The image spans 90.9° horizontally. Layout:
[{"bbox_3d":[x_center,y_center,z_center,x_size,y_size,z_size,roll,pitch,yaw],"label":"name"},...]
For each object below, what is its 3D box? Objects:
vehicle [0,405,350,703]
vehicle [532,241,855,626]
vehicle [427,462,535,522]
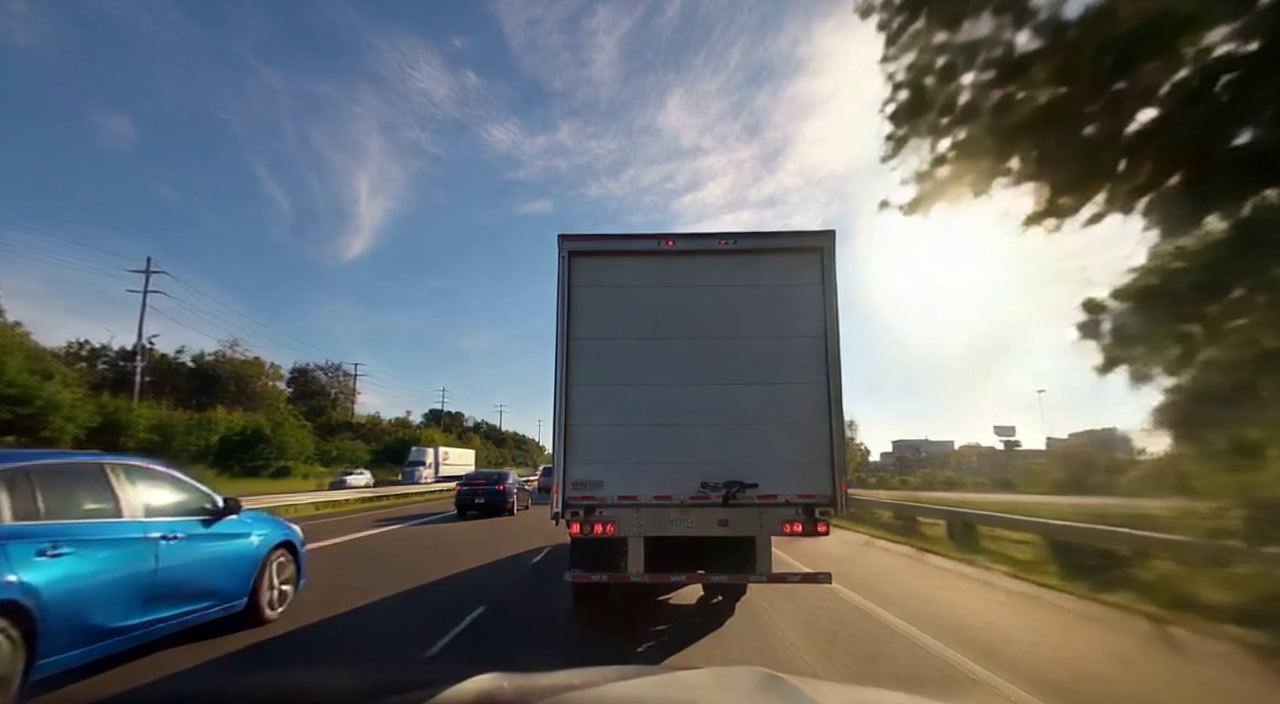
[{"bbox_3d":[-3.923,1.185,3.702,1.983,1.575,4.973,0,-11,1],"label":"vehicle"},{"bbox_3d":[0.629,1.443,10.138,2.831,3.529,8.689,0,-11,2],"label":"vehicle"},{"bbox_3d":[-4.443,3.995,18.363,1.891,1.469,4.431,0,-11,1],"label":"vehicle"}]
